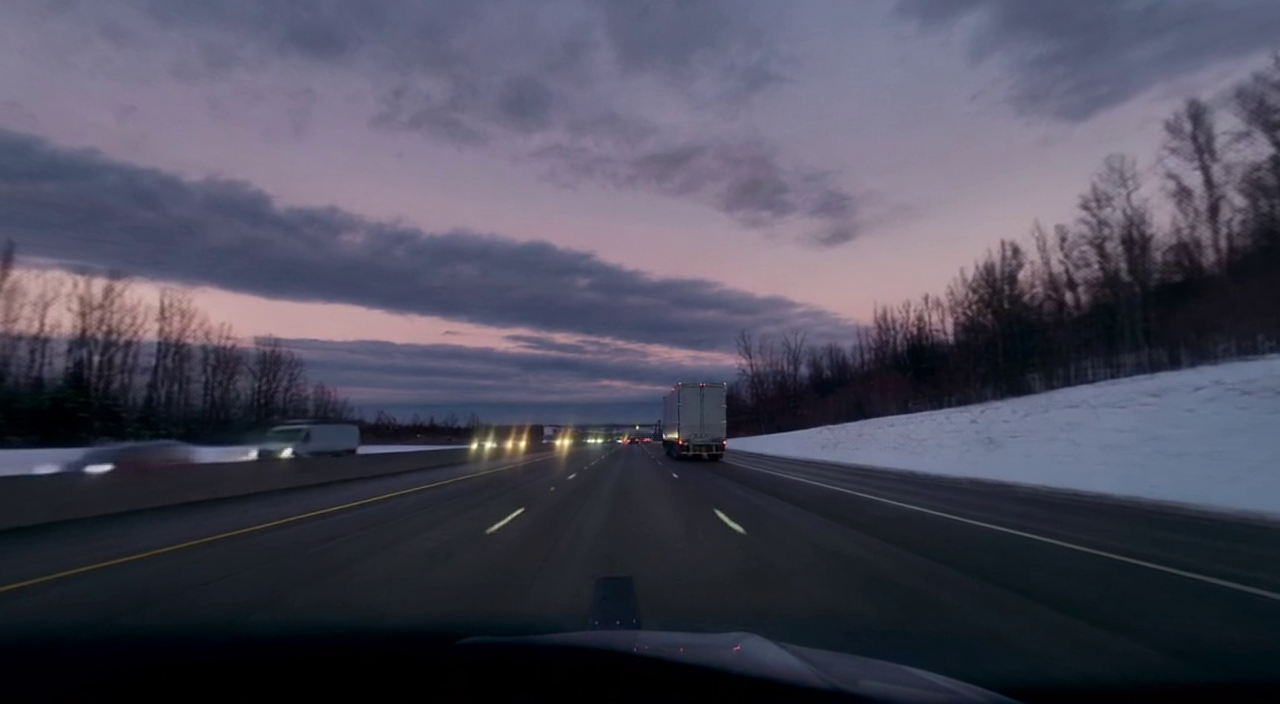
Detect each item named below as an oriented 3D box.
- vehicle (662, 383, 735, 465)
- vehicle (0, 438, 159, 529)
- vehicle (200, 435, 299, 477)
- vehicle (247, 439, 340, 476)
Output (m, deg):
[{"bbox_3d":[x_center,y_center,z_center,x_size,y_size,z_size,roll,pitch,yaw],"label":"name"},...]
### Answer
[{"bbox_3d":[3.277,4.678,39.845,2.979,4.161,15.508,1,-7,-1],"label":"vehicle"},{"bbox_3d":[-11.750,2.420,12.037,1.864,1.515,4.052,0,-8,-1],"label":"vehicle"},{"bbox_3d":[-19.707,5.226,32.017,2.019,1.935,4.778,0,-8,-1],"label":"vehicle"},{"bbox_3d":[-16.249,4.945,29.771,1.972,1.595,4.326,0,-8,0],"label":"vehicle"}]
